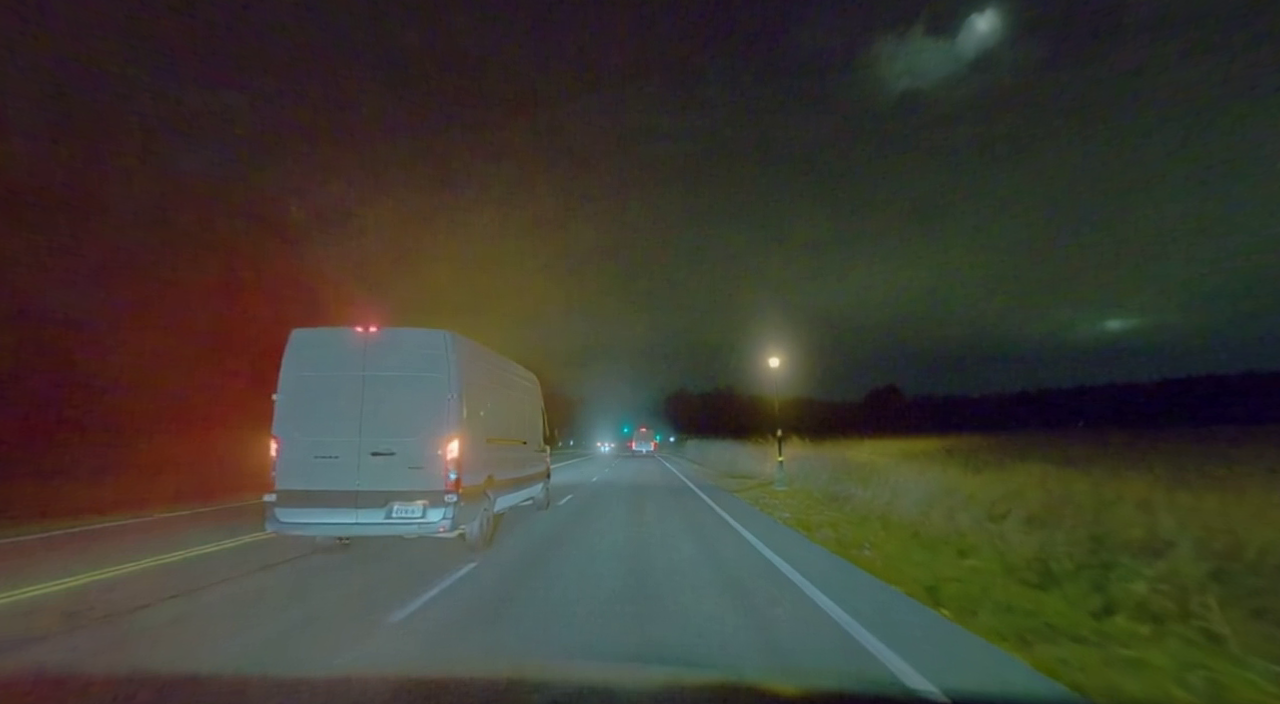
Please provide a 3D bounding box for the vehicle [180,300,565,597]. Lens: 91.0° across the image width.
[{"bbox_3d":[-2.712,1.256,8.643,2.497,2.628,6.016,0,-8,1],"label":"vehicle"}]
